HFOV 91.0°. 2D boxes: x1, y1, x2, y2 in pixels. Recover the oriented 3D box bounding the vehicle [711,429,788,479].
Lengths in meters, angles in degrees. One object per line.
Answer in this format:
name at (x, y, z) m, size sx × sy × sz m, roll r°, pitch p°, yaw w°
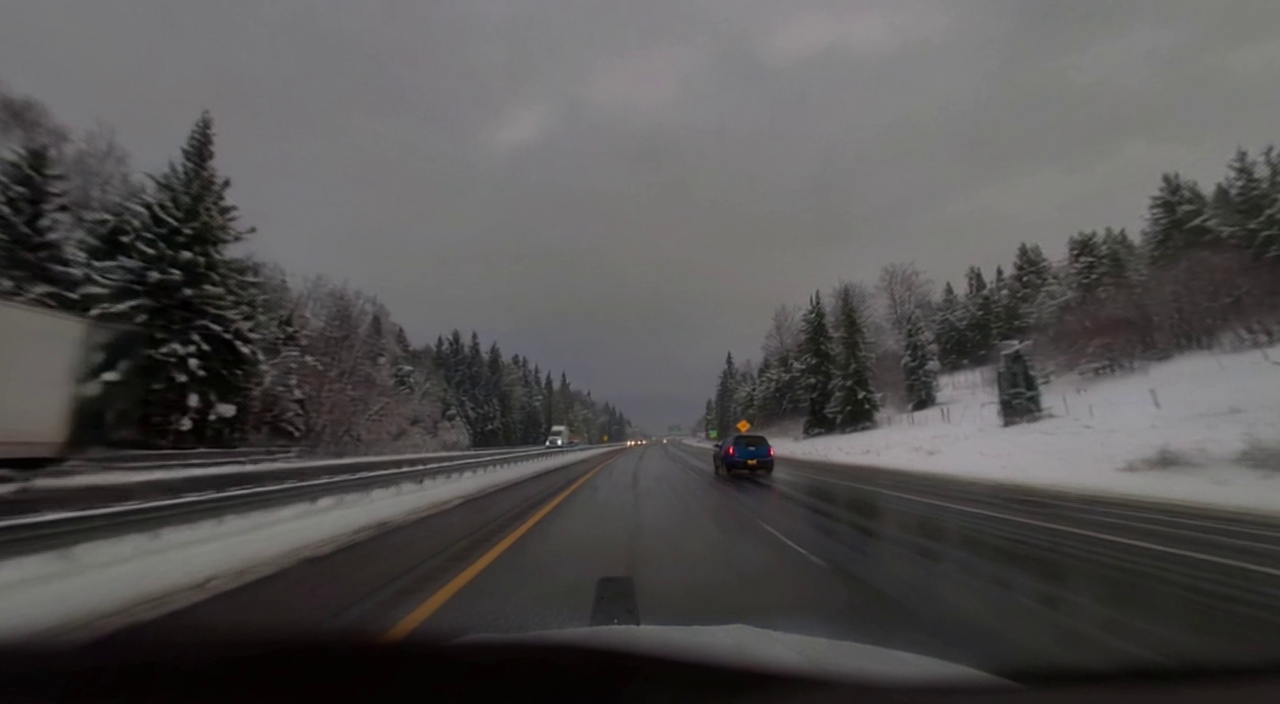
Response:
vehicle at (3.942, 3.754, 23.401) m, size 2.022 × 1.663 × 4.245 m, roll 0°, pitch -8°, yaw -1°
